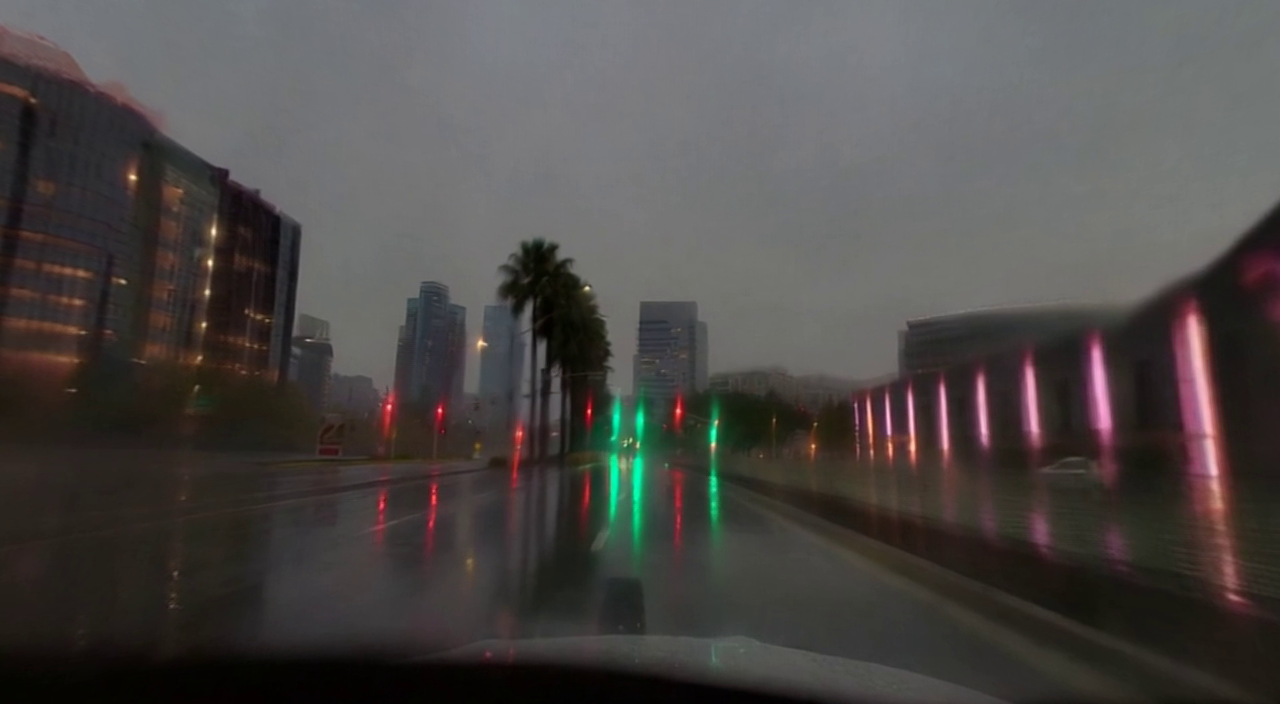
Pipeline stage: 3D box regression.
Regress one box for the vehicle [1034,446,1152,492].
[{"bbox_3d":[28.318,7.482,39.771,2.599,2.380,6.013,1,-15,-3],"label":"vehicle"}]
